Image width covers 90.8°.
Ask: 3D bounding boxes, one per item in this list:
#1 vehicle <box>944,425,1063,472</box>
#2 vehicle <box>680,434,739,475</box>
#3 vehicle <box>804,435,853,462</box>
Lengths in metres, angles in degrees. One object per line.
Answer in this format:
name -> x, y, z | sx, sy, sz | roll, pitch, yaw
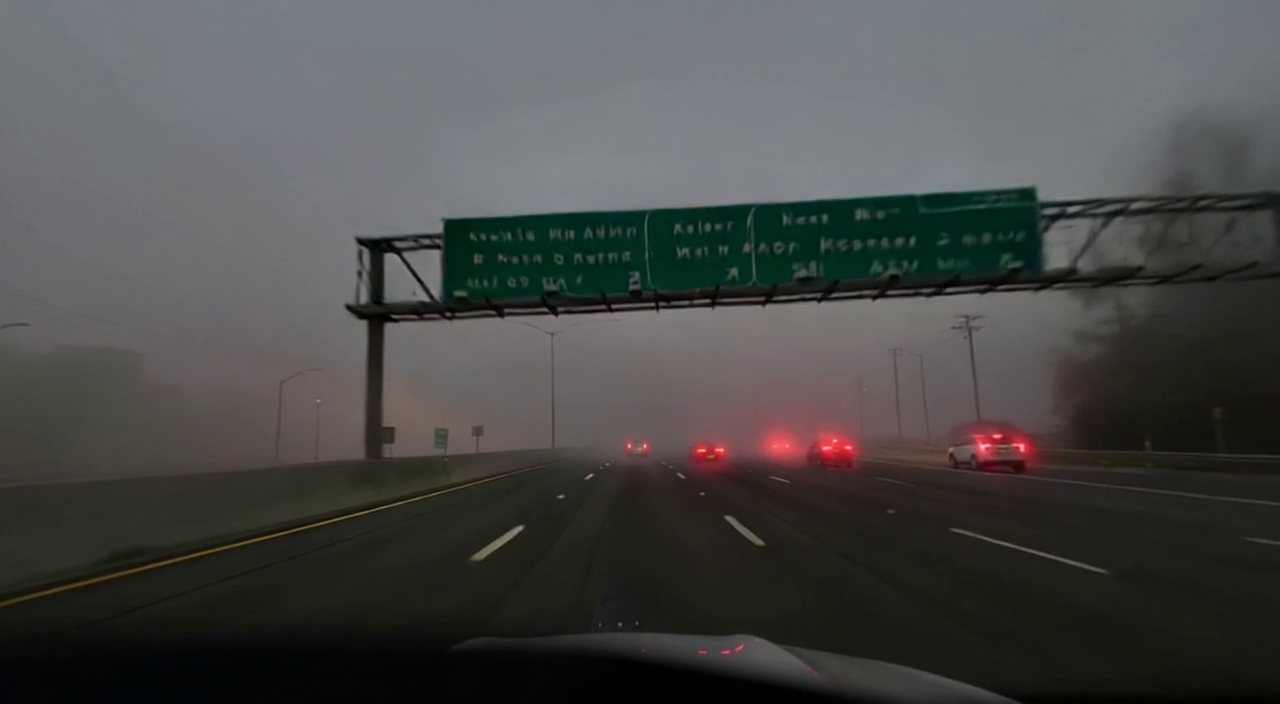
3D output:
vehicle -> 16.279, 4.385, 28.746 | 2.190, 1.911, 5.658 | 0, -8, 2
vehicle -> 2.941, 4.457, 27.629 | 1.997, 1.638, 4.281 | 0, -9, -2
vehicle -> 13.116, 6.735, 44.286 | 2.070, 1.782, 5.006 | -1, -8, 3
